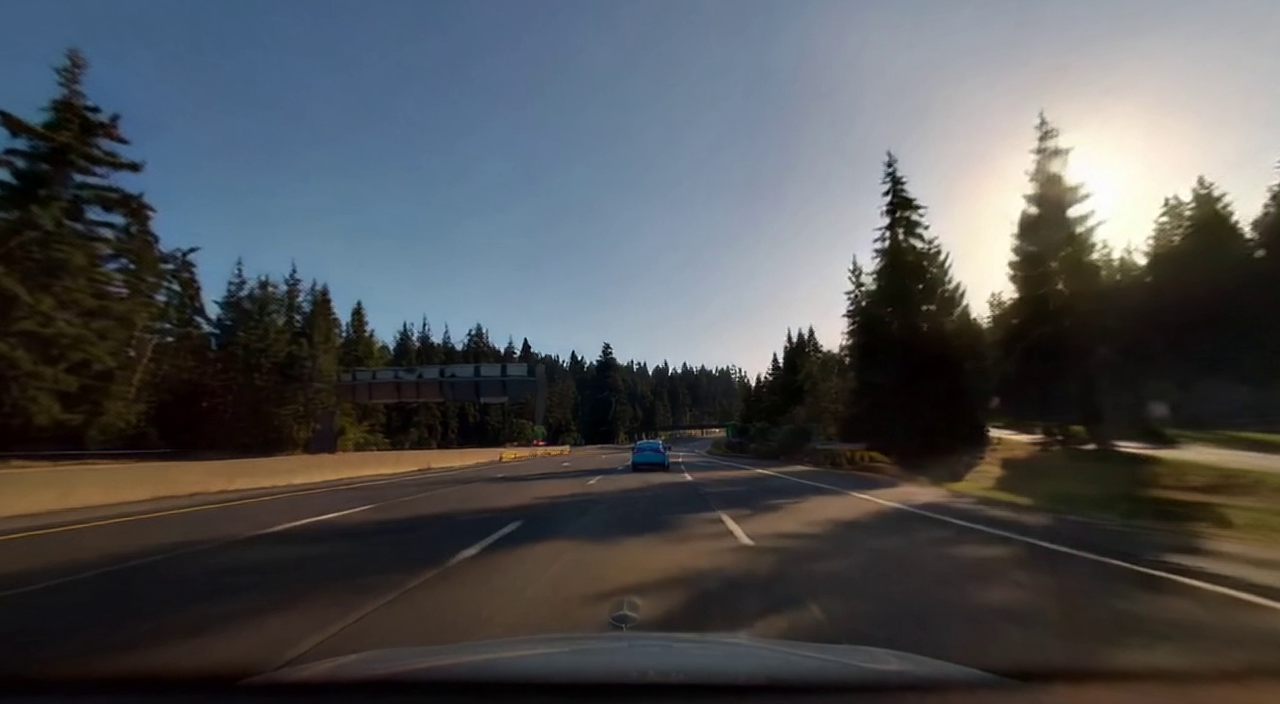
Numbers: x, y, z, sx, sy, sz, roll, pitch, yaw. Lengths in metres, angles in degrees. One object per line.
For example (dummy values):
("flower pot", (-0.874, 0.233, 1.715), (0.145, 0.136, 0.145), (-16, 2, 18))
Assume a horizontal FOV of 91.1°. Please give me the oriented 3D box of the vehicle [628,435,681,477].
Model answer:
("vehicle", (0.703, 4.484, 27.363), (2.133, 1.686, 4.203), (-1, -8, 3))
